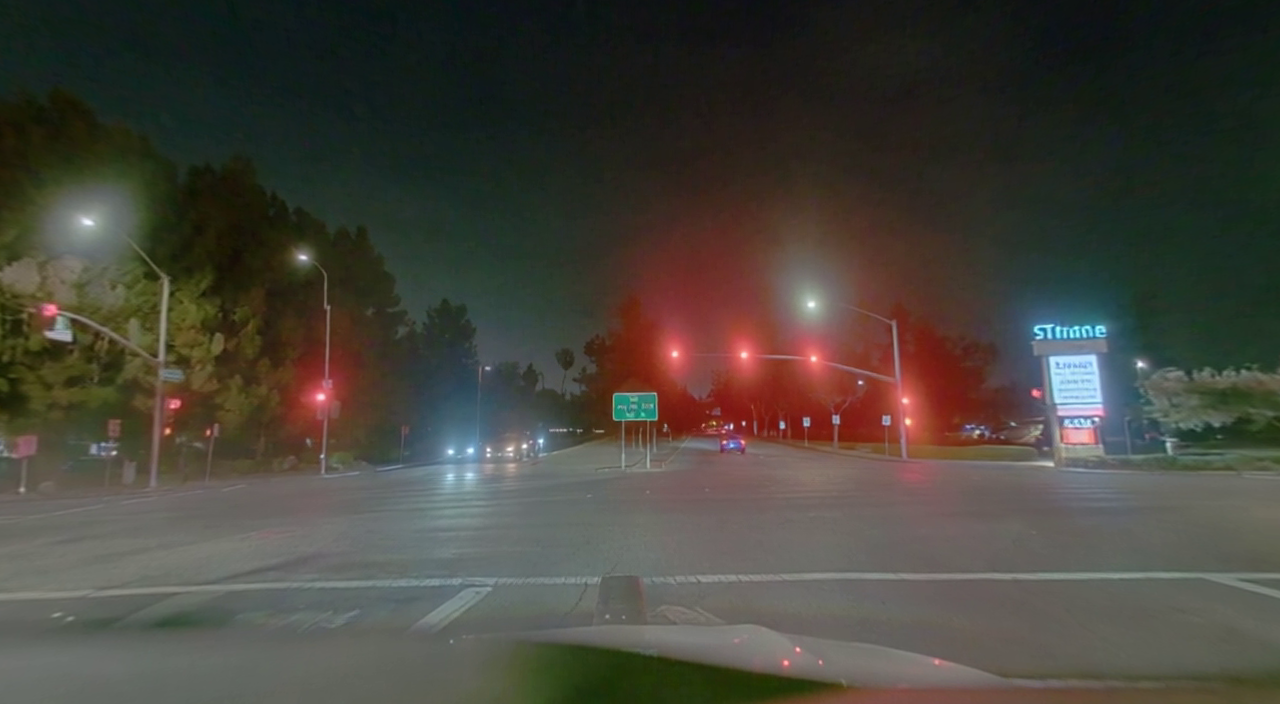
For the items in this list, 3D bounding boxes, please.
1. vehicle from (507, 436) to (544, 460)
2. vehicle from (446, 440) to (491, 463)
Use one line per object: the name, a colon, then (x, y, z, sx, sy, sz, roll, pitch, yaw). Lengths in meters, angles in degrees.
vehicle: (-8.041, 6.798, 44.629, 1.920, 1.546, 4.086, 0, -9, -2)
vehicle: (-11.747, 6.838, 43.503, 2.111, 1.499, 4.371, 0, -9, -3)
